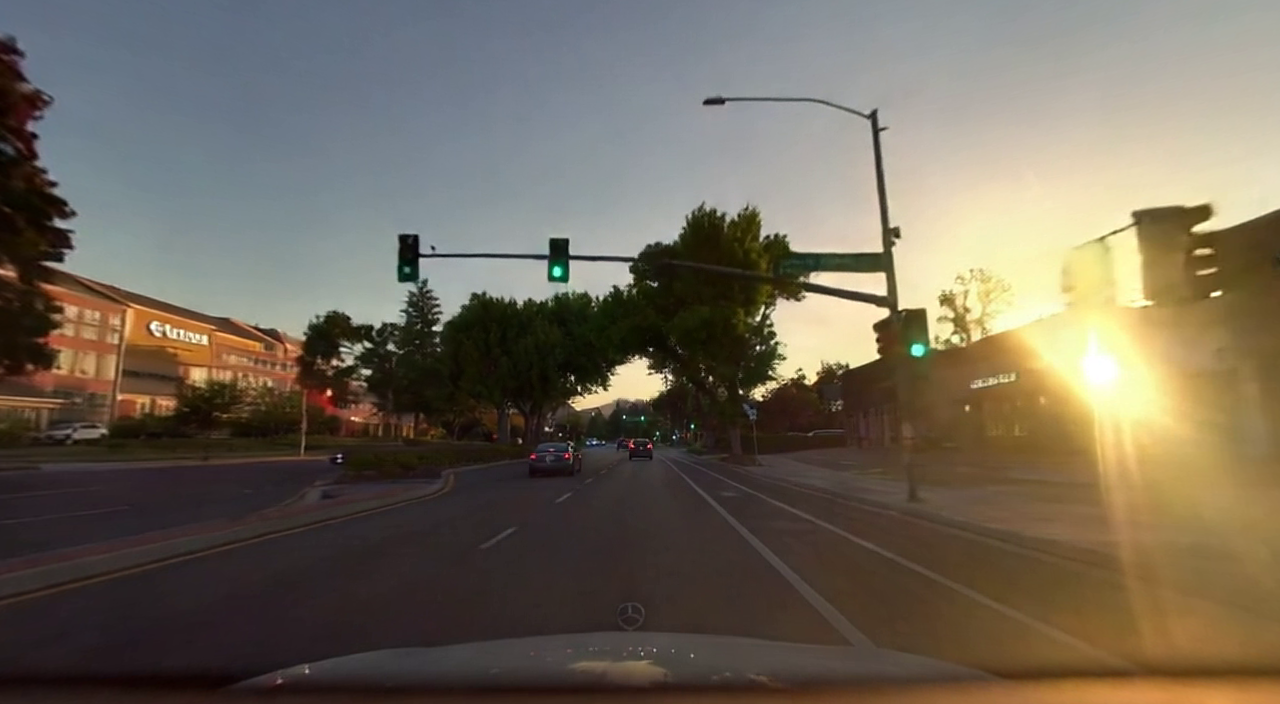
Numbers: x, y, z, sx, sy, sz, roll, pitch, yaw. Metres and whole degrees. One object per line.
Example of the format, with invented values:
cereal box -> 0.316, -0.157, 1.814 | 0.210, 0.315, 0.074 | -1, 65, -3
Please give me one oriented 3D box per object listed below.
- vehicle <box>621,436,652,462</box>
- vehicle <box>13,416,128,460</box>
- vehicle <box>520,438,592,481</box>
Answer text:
vehicle -> -0.230, 7.083, 45.981 | 2.153, 1.764, 4.047 | 0, -8, 1
vehicle -> -41.659, 6.347, 46.428 | 2.303, 2.957, 6.489 | 0, -8, 0
vehicle -> -3.075, 4.032, 23.997 | 2.015, 1.470, 4.458 | 0, -8, 2
